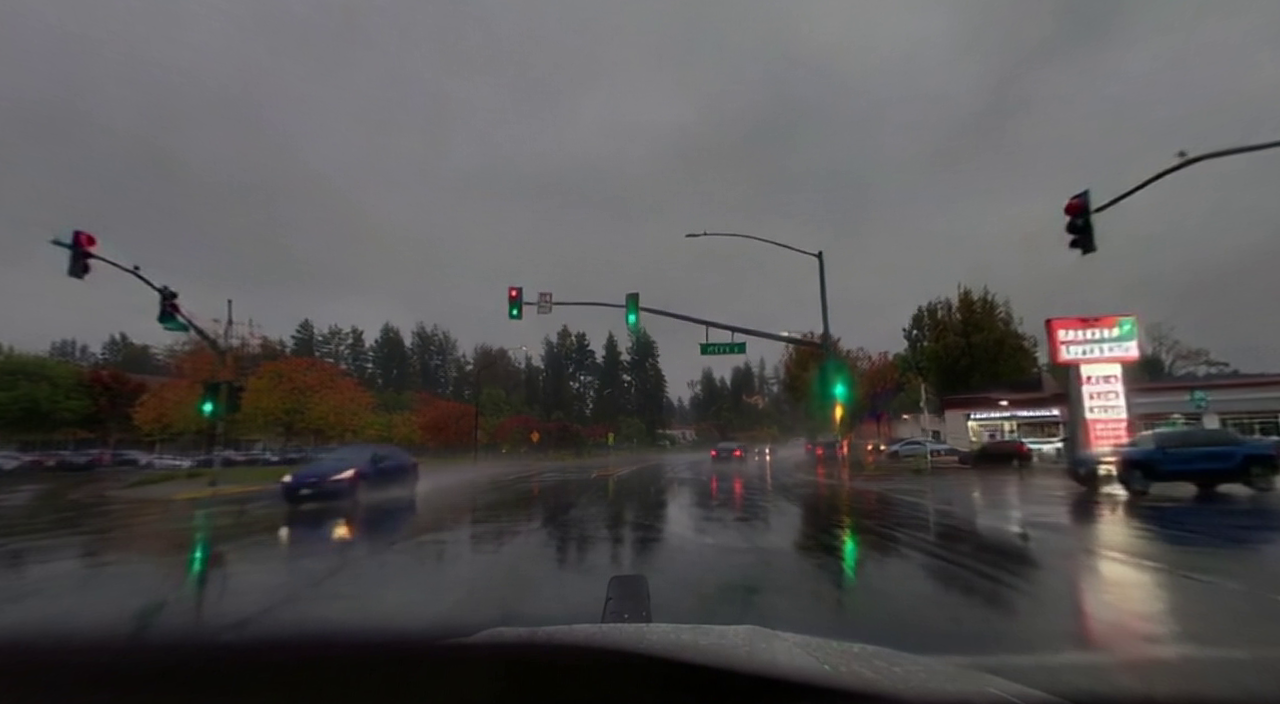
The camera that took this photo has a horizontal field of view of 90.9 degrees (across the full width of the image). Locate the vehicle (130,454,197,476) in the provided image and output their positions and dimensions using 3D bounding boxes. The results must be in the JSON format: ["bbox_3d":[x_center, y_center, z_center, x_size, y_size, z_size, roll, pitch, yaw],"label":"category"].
[{"bbox_3d":[-34.276,8.117,45.491,1.702,1.407,4.019,0,-9,-1],"label":"vehicle"}]

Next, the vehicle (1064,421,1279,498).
[{"bbox_3d":[14.856,2.925,17.368,4.713,1.969,2.201,0,-9,-2],"label":"vehicle"}]

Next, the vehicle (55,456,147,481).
[{"bbox_3d":[-34.478,7.436,40.478,1.802,1.442,4.601,0,-9,1],"label":"vehicle"}]

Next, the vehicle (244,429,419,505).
[{"bbox_3d":[-7.858,2.967,16.671,2.309,1.702,4.323,0,-9,2],"label":"vehicle"}]

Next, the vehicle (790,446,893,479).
[{"bbox_3d":[9.695,5.333,30.697,1.938,1.466,4.434,6,-11,-35],"label":"vehicle"}]

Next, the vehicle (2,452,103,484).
[{"bbox_3d":[-36.959,7.284,39.821,2.122,1.801,4.427,0,-9,-2],"label":"vehicle"}]

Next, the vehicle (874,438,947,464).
[{"bbox_3d":[19.654,7.211,46.086,4.557,1.825,2.350,-3,-9,16],"label":"vehicle"}]

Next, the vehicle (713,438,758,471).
[{"bbox_3d":[5.299,5.662,34.946,2.311,1.715,4.287,-1,-9,8],"label":"vehicle"}]

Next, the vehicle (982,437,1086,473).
[{"bbox_3d":[21.175,5.525,33.899,4.707,1.790,2.357,4,-9,-23],"label":"vehicle"}]
